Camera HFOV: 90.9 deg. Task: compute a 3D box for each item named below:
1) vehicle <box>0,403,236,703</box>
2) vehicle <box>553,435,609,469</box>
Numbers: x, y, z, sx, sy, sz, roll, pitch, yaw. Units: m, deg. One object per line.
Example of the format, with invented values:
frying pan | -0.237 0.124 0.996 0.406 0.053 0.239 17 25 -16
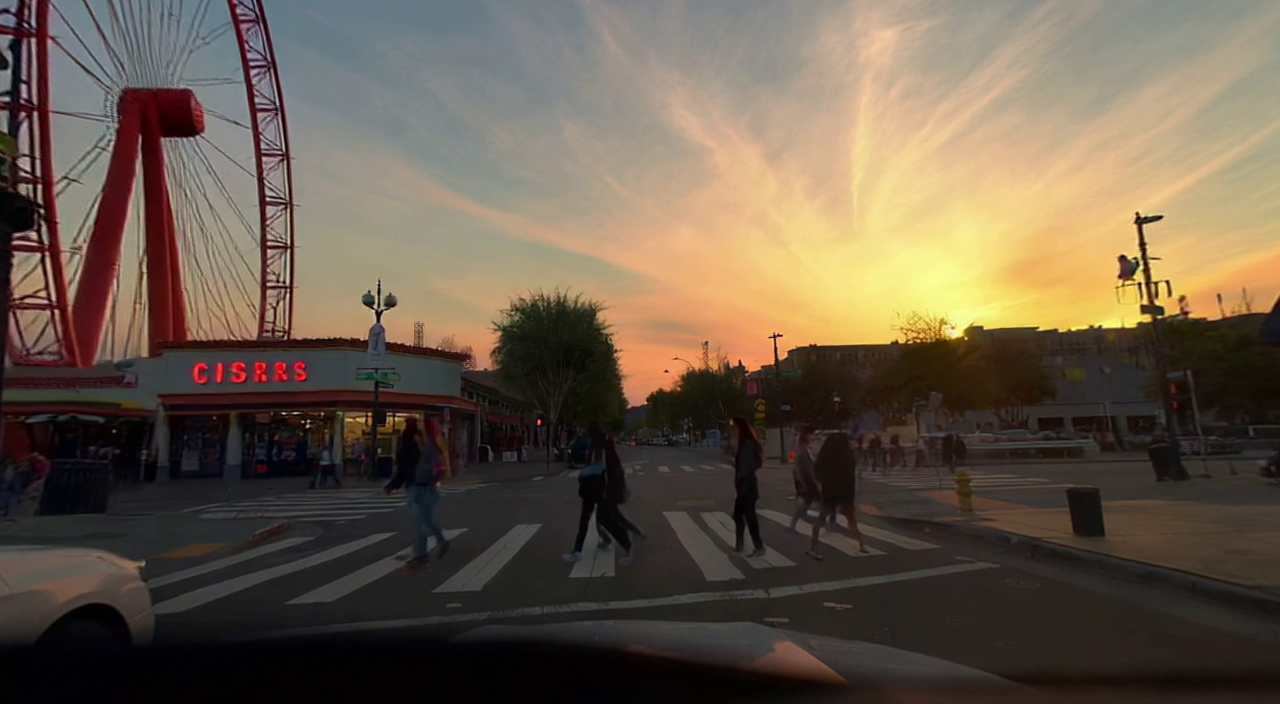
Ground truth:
vehicle | -3.374 0.785 1.183 1.940 1.505 4.676 -1 -9 3
vehicle | -3.875 6.375 40.251 2.549 2.000 5.699 2 -9 -15
